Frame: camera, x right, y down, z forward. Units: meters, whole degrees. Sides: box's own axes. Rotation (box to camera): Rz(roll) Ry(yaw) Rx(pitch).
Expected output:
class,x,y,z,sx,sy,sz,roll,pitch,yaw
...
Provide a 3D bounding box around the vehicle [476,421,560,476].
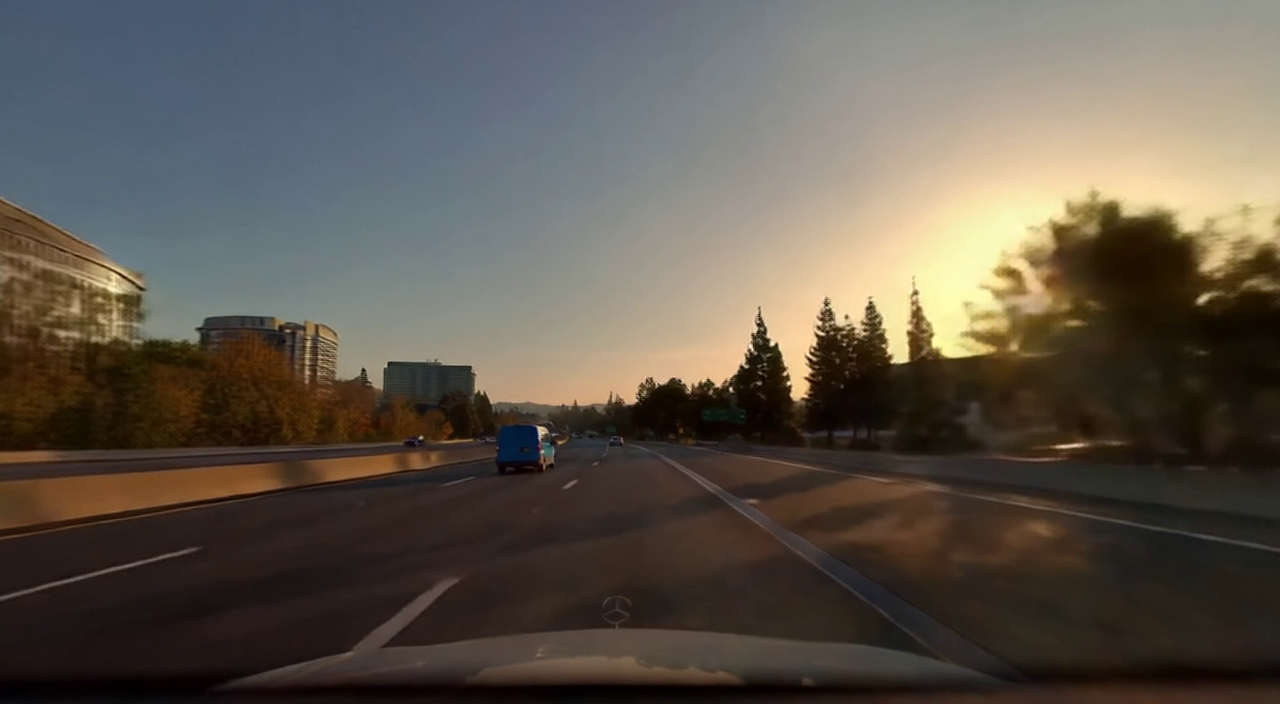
class,x,y,z,sx,sy,sz,roll,pitch,yaw
vehicle,-4.395,3.537,23.475,2.219,1.827,4.738,0,-8,-1
